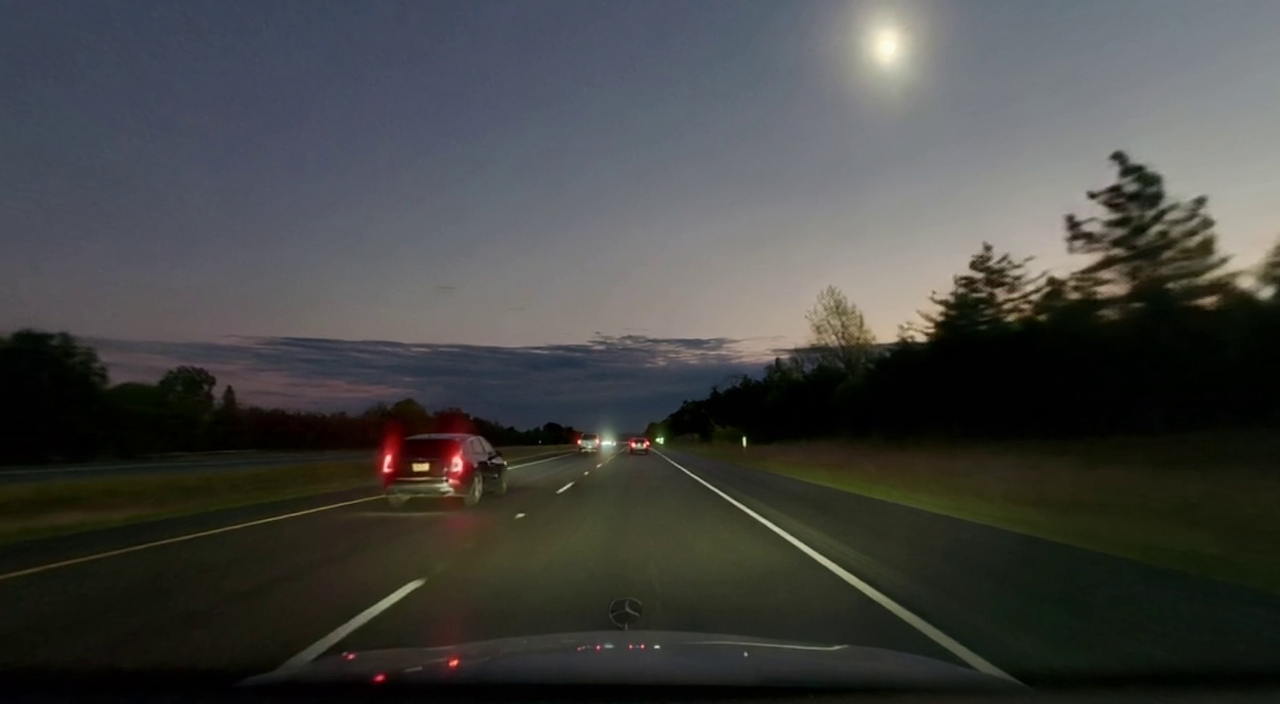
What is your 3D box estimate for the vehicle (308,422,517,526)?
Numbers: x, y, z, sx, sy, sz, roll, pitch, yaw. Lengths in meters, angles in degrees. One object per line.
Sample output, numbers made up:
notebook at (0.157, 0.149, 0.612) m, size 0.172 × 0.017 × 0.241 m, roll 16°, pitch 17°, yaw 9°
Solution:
vehicle at (-3.935, 2.191, 11.968) m, size 2.190 × 1.571 × 4.643 m, roll 0°, pitch -8°, yaw 1°
